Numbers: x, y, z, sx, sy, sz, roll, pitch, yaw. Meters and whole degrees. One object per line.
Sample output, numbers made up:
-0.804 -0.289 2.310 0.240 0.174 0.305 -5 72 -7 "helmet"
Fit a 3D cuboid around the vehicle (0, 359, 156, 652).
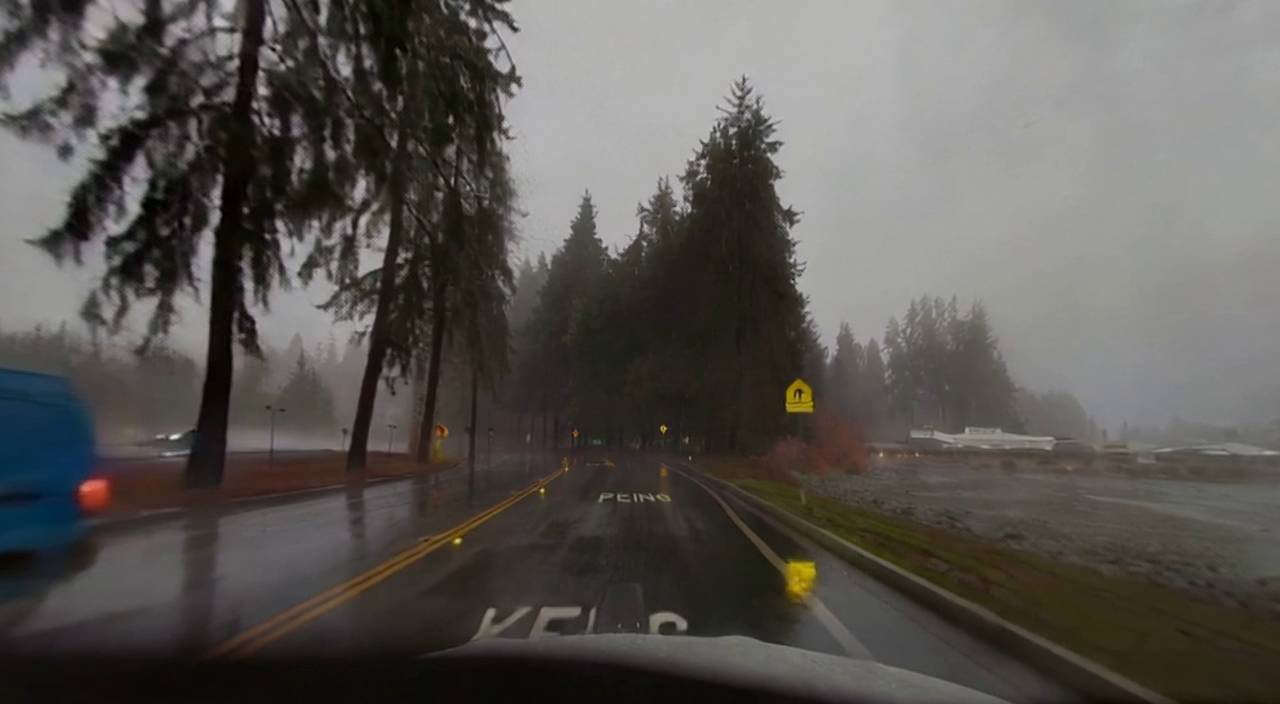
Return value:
-5.332 0.764 2.453 2.394 1.900 5.863 0 -8 -2 "vehicle"
